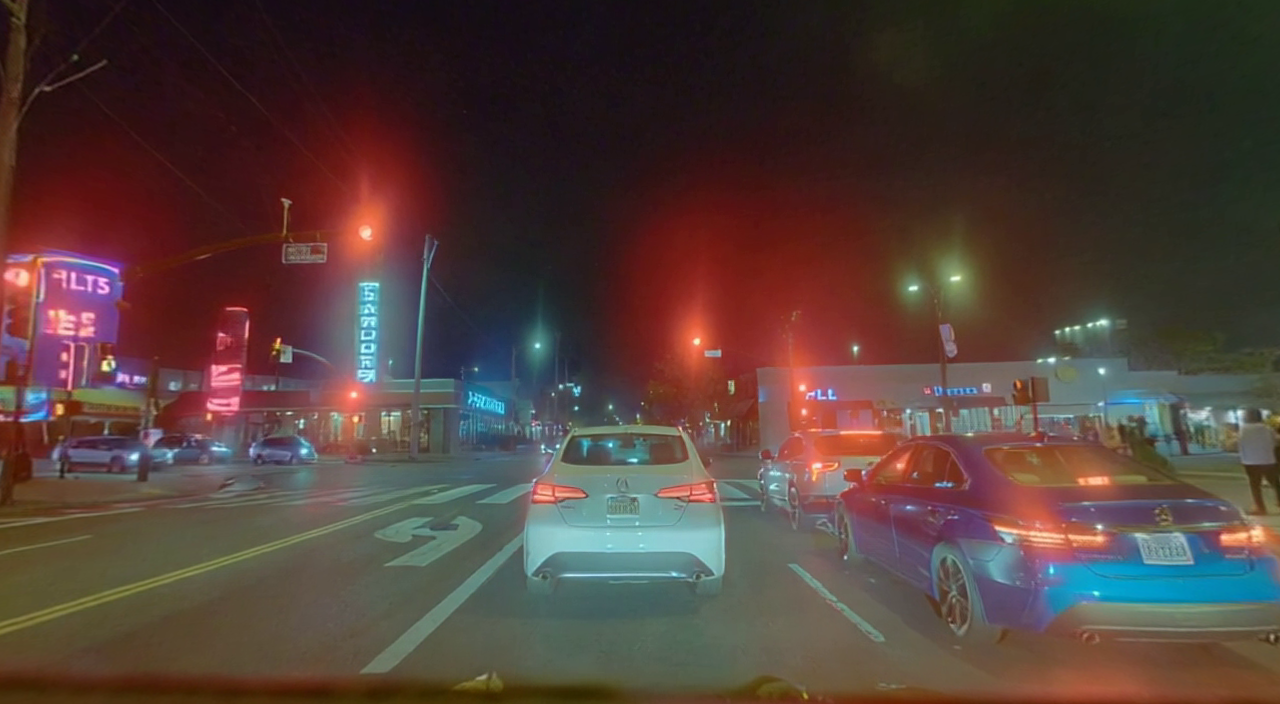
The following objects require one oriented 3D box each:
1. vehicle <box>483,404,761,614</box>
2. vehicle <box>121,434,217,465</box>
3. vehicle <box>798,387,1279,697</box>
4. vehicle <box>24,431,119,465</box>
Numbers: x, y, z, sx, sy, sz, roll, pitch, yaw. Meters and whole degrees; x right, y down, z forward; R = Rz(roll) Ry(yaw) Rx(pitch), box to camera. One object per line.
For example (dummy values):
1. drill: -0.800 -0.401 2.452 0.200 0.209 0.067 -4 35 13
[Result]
1. vehicle: -0.141 1.552 7.265 2.123 1.589 4.702 0 -8 0
2. vehicle: -25.287 5.215 33.938 4.253 1.570 2.132 -4 -9 22
3. vehicle: 3.035 1.339 5.663 1.983 1.654 4.354 0 -8 -2
4. vehicle: -29.604 4.982 32.899 4.164 1.652 2.087 -4 -9 24
